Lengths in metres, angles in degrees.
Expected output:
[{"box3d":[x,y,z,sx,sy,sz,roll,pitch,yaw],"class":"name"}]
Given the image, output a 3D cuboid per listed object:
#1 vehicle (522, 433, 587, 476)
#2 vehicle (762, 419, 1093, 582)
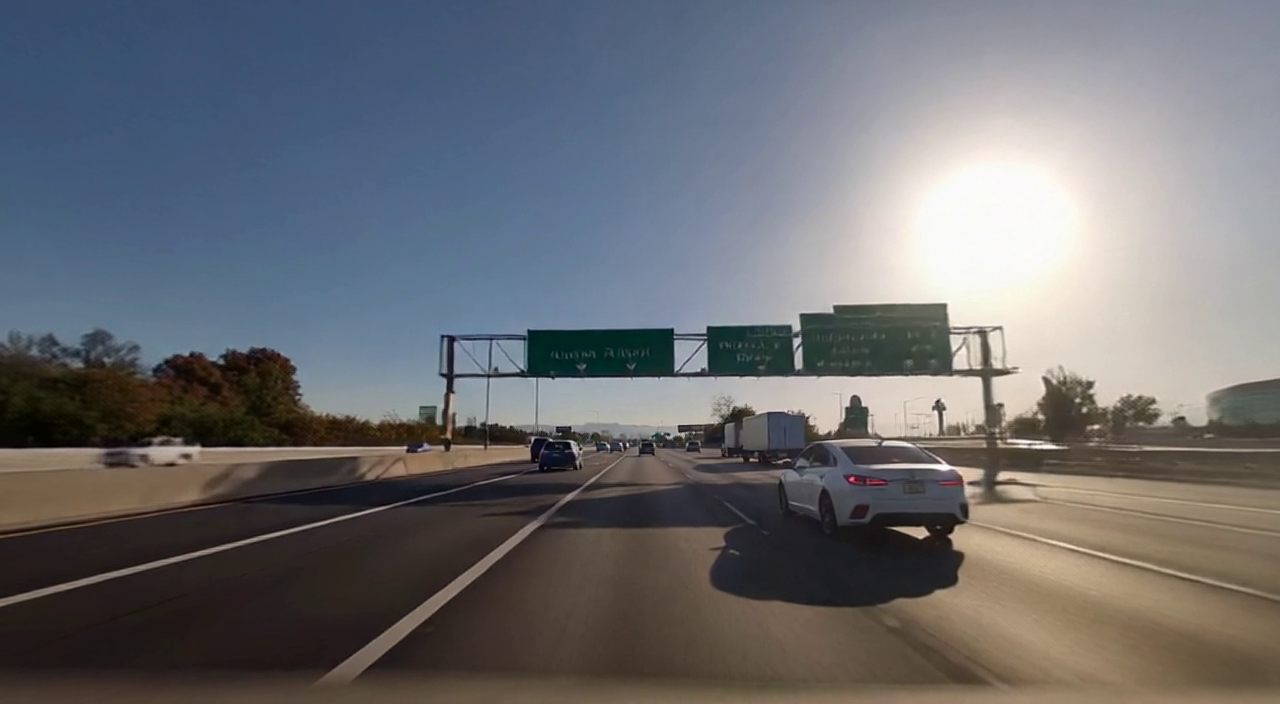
[{"box3d":[-3.704,4.542,28.199,2.193,1.746,4.512,0,-8,1],"class":"vehicle"},{"box3d":[3.248,1.796,8.593,2.107,1.550,4.949,0,-8,-1],"class":"vehicle"}]
